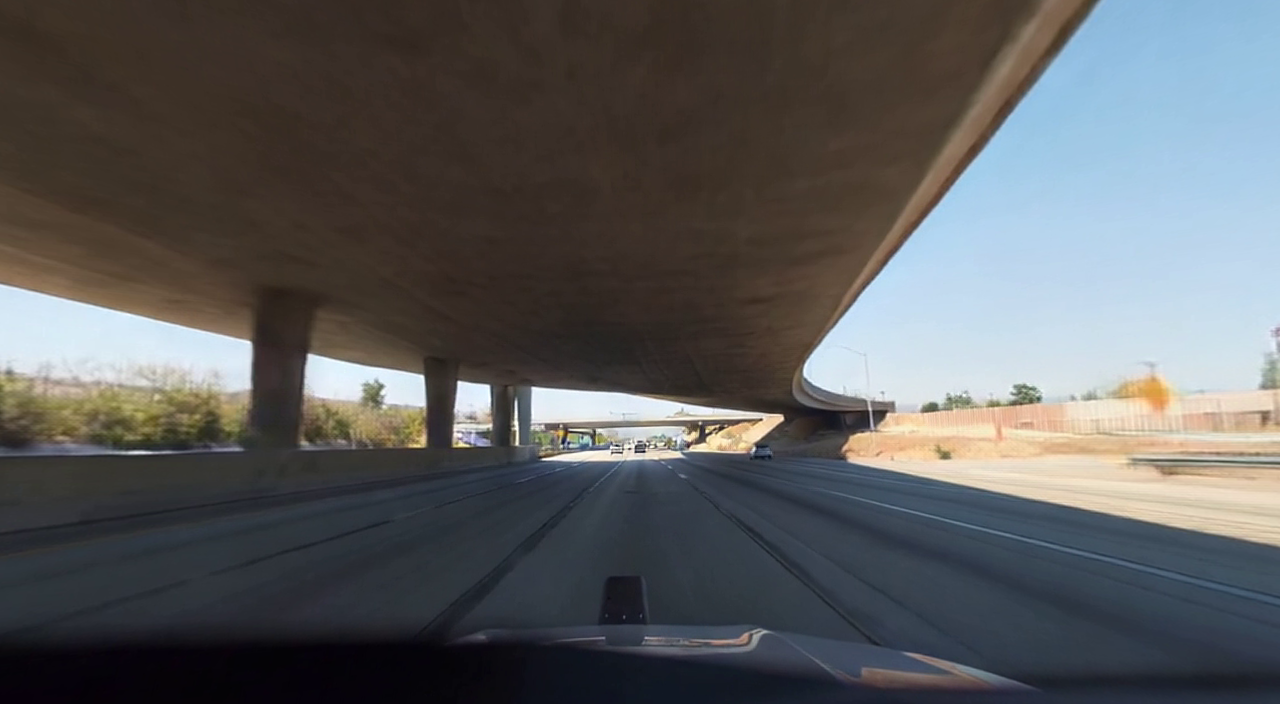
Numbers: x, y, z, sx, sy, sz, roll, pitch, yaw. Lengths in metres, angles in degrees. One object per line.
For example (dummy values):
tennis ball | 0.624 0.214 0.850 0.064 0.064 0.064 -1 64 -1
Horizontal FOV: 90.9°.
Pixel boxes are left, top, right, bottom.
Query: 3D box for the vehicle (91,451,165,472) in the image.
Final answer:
vehicle | -37.648 8.010 46.500 1.775 1.435 4.410 0 -9 0
